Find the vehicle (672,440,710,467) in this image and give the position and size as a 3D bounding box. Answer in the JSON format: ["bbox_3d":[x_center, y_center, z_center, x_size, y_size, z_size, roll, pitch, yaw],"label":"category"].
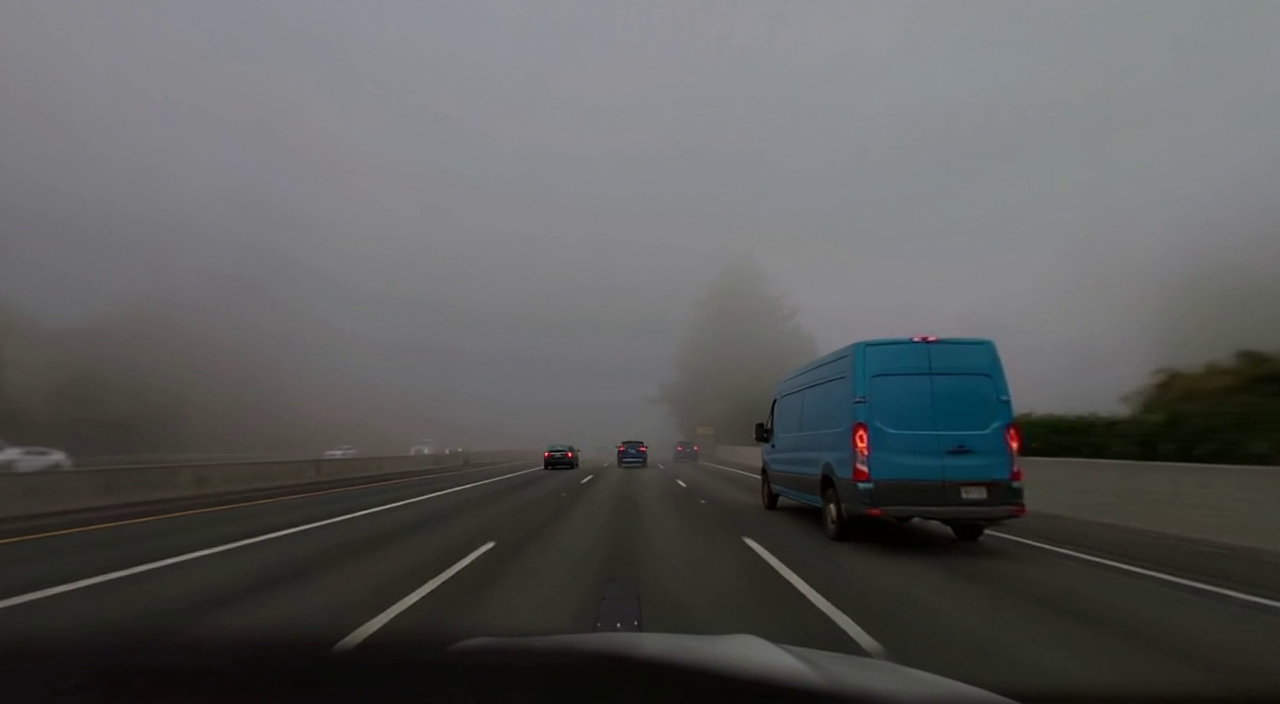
[{"bbox_3d":[3.454,6.983,43.621,2.160,1.759,4.214,0,-8,-2],"label":"vehicle"}]

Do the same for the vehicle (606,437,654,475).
[{"bbox_3d":[-0.489,5.343,32.717,2.297,1.783,4.355,0,-8,0],"label":"vehicle"}]

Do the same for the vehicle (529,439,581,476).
[{"bbox_3d":[-4.227,5.309,32.022,2.023,1.709,4.263,0,-8,0],"label":"vehicle"}]

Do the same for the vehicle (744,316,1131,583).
[{"bbox_3d":[3.553,1.440,9.737,2.631,2.709,6.496,0,-8,-1],"label":"vehicle"}]
